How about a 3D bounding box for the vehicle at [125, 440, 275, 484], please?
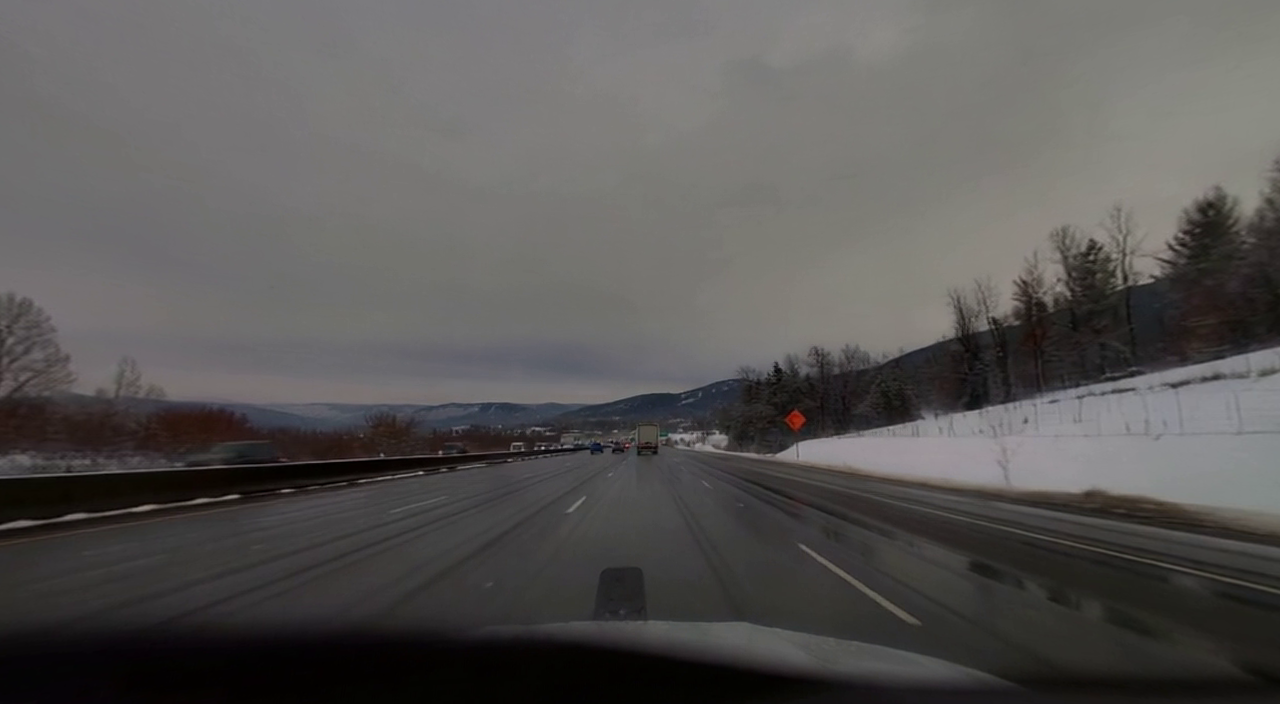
[{"bbox_3d":[-20.471,5.118,29.827,2.797,1.831,5.896,0,-8,0],"label":"vehicle"}]
